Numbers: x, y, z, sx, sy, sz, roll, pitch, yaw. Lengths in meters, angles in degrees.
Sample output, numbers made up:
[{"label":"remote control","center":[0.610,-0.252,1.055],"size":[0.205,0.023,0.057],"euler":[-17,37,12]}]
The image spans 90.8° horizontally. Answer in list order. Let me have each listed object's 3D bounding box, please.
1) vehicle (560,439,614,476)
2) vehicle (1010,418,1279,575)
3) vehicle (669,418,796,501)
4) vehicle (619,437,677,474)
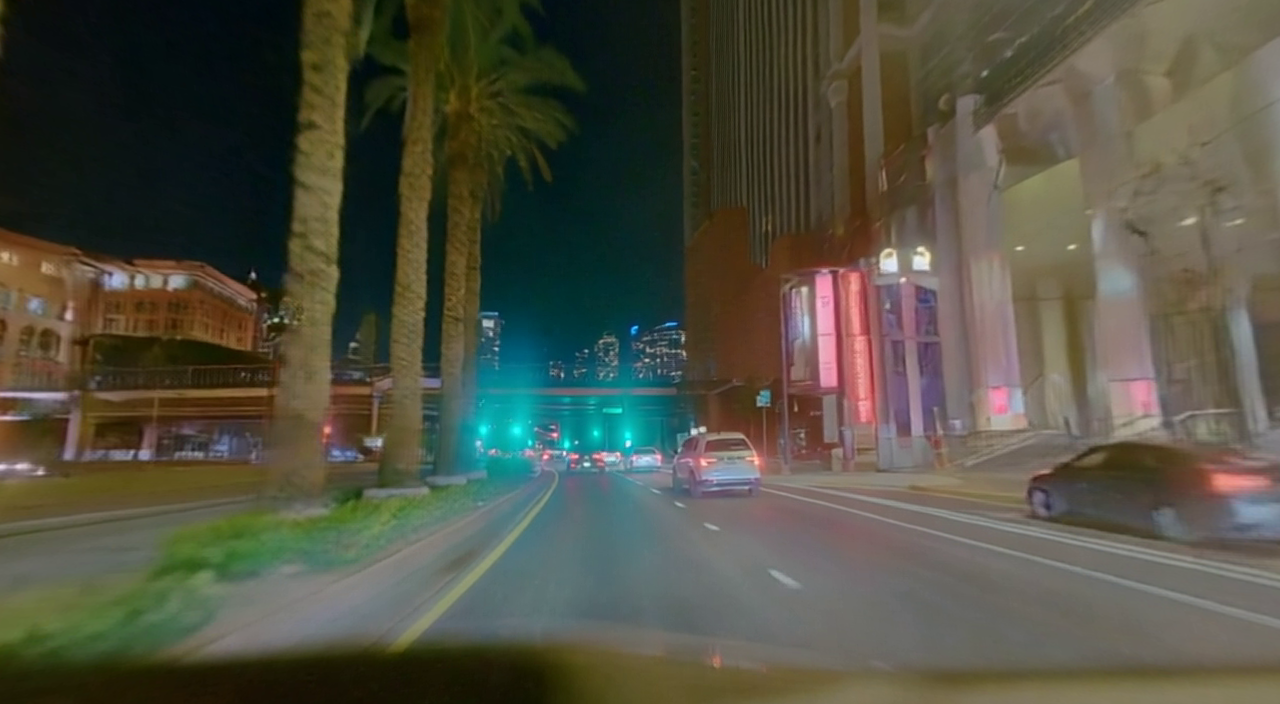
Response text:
[{"label":"vehicle","center":[-2.648,5.041,30.458],"size":[2.332,1.625,4.933],"euler":[1,-9,-8]},{"label":"vehicle","center":[7.434,1.825,8.777],"size":[1.914,1.596,4.494],"euler":[0,-9,1]},{"label":"vehicle","center":[2.364,2.984,17.876],"size":[2.407,1.991,5.130],"euler":[0,-9,-5]},{"label":"vehicle","center":[0.308,5.317,32.656],"size":[2.214,1.711,4.474],"euler":[1,-9,-9]}]
